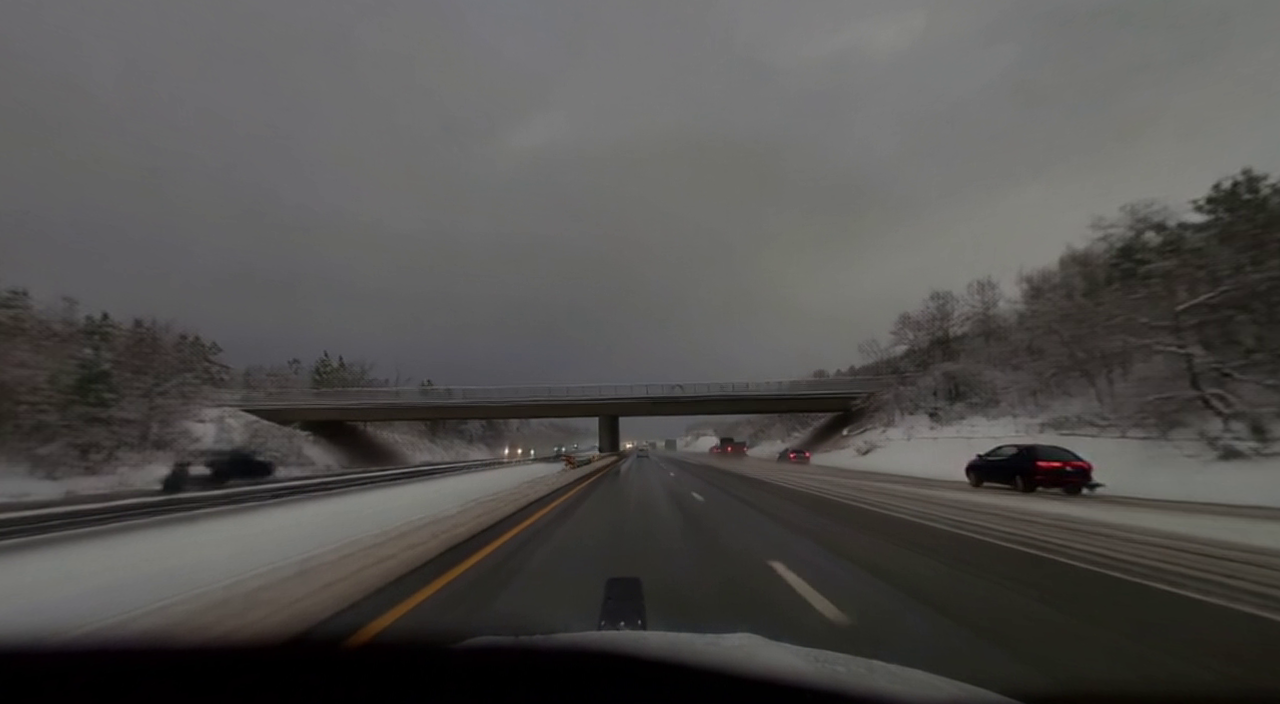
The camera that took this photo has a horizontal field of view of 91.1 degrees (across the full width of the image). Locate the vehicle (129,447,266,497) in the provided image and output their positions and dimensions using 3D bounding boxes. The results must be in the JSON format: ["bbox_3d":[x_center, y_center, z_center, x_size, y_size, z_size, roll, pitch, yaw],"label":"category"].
[{"bbox_3d":[-16.748,4.522,24.087,1.985,1.694,4.333,0,-8,1],"label":"vehicle"}]

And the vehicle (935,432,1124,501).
[{"bbox_3d":[13.521,3.971,22.422,2.533,2.111,5.525,2,-9,-11],"label":"vehicle"}]

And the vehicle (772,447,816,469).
[{"bbox_3d":[11.179,7.701,45.835,1.927,1.472,4.076,0,-8,-3],"label":"vehicle"}]
